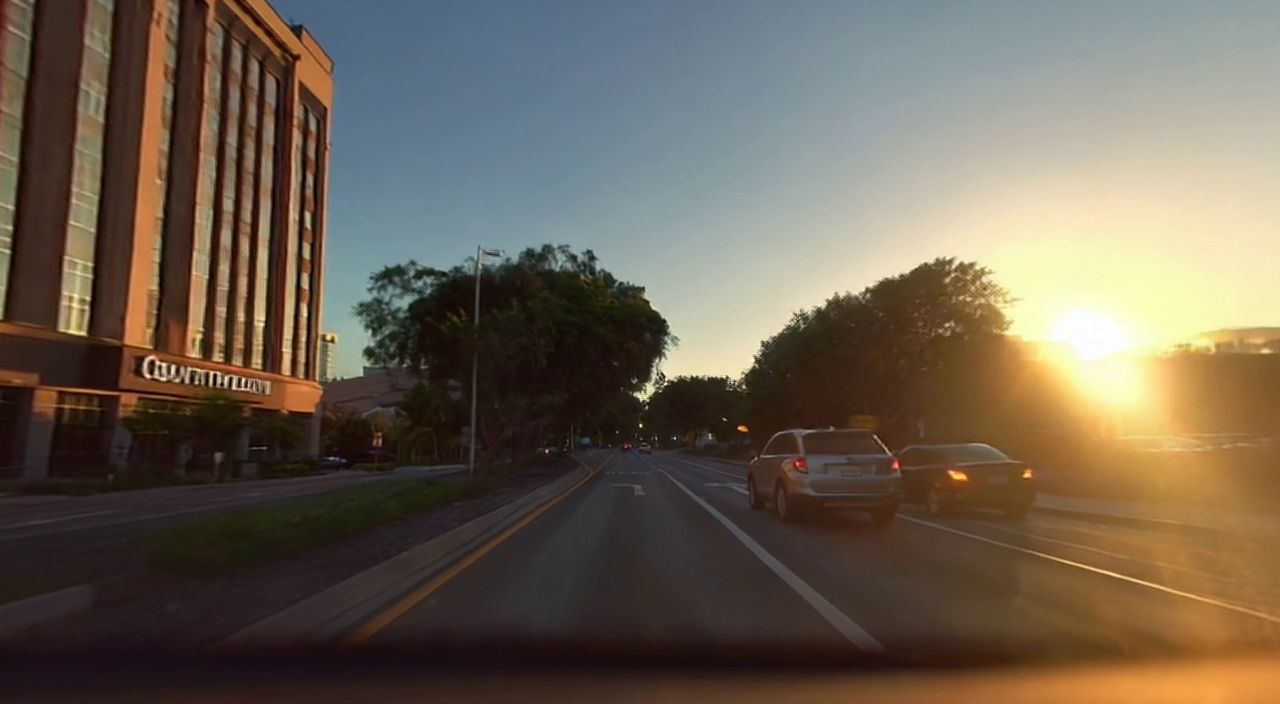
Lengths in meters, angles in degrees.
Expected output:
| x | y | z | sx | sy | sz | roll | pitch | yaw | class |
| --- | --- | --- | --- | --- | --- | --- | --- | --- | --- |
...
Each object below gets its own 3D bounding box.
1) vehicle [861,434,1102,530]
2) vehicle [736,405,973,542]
| x | y | z | sx | sy | sz | roll | pitch | yaw | class |
| --- | --- | --- | --- | --- | --- | --- | --- | --- | --- |
| 6.408 | 2.483 | 12.798 | 2.088 | 1.524 | 5.085 | 0 | -9 | 1 | vehicle |
| 3.537 | 2.162 | 11.884 | 2.505 | 1.971 | 5.162 | 0 | -9 | -1 | vehicle |
